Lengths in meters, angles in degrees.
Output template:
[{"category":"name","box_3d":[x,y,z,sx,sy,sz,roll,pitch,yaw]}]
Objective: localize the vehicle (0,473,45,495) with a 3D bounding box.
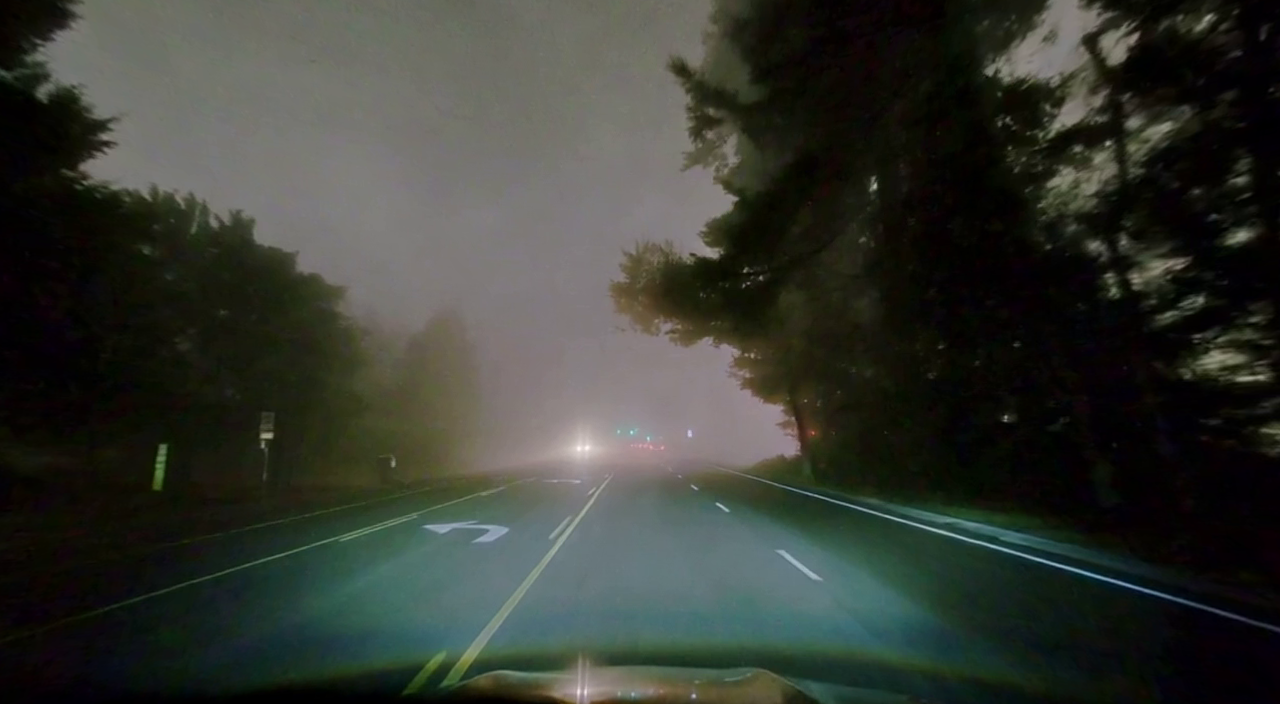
[{"category":"vehicle","box_3d":[-48.586,10.325,49.508,3.971,1.484,1.903,-6,-10,35]}]
